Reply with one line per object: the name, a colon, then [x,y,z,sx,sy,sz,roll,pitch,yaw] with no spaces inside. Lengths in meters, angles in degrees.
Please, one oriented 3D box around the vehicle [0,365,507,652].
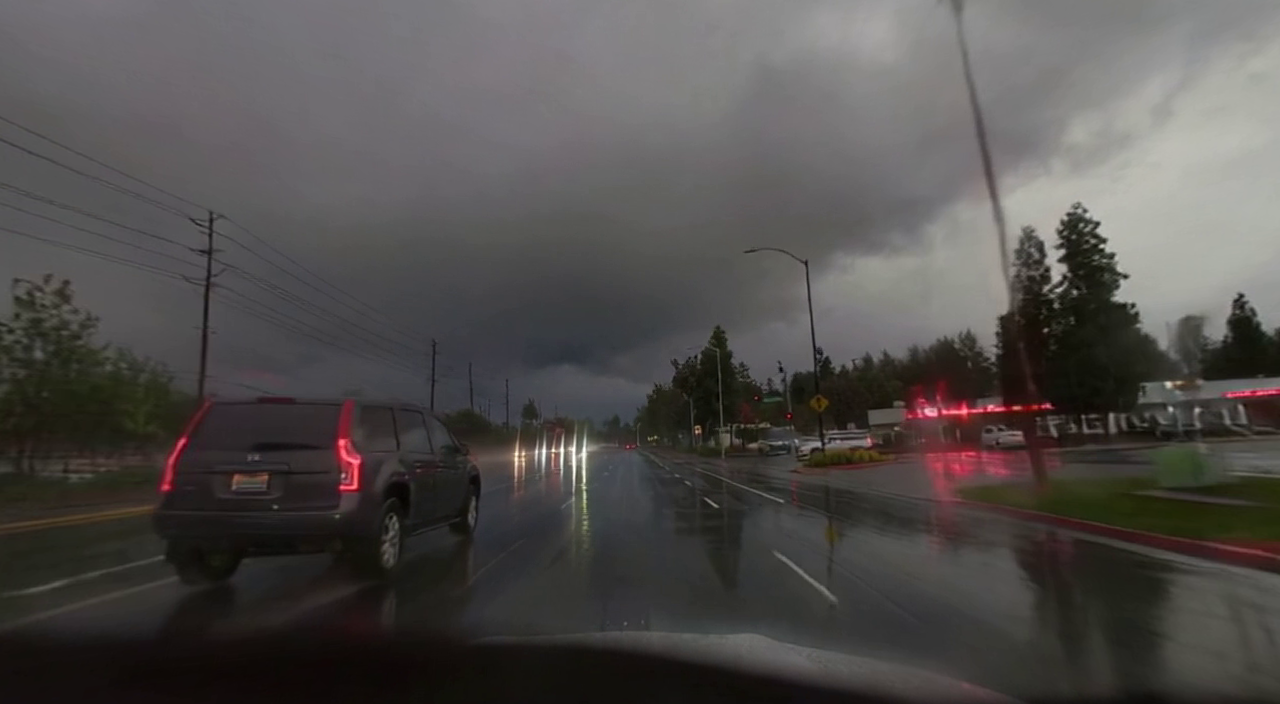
vehicle: [-3.044,1.345,6.512,2.190,1.844,4.751,0,-8,1]
